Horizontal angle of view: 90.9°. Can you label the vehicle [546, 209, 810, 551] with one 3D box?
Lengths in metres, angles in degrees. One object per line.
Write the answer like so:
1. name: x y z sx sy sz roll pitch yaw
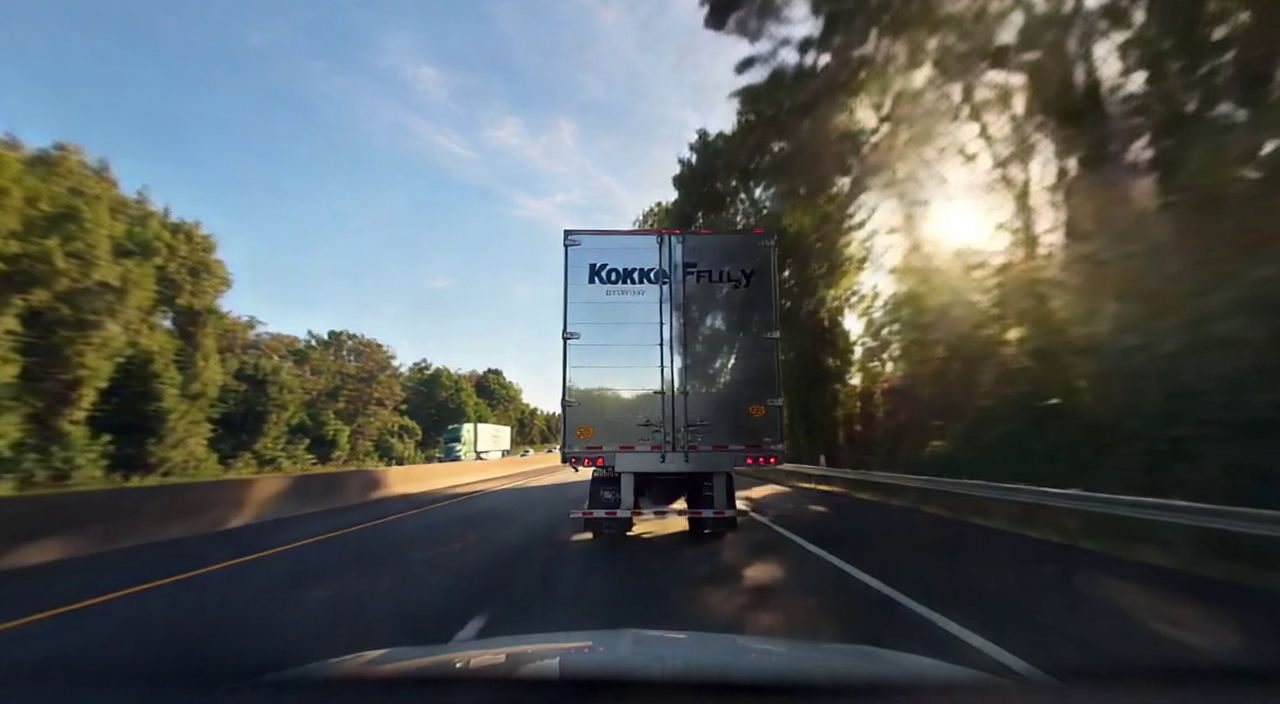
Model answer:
1. vehicle: 0.472 1.386 15.149 3.230 4.377 14.405 0 -9 0
